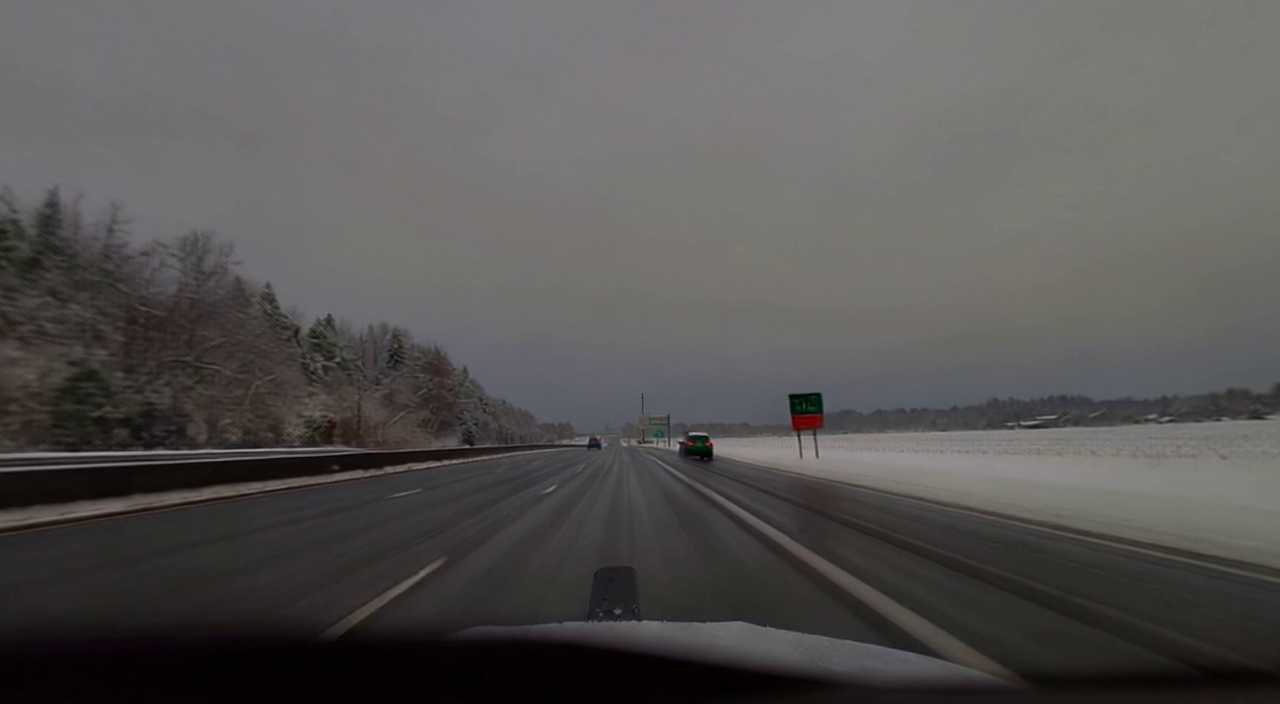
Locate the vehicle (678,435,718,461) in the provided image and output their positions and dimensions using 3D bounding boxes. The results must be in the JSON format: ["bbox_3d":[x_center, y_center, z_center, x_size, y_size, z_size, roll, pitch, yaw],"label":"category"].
[{"bbox_3d":[3.788,6.351,41.953,2.084,1.614,4.762,0,-8,-1],"label":"vehicle"}]
